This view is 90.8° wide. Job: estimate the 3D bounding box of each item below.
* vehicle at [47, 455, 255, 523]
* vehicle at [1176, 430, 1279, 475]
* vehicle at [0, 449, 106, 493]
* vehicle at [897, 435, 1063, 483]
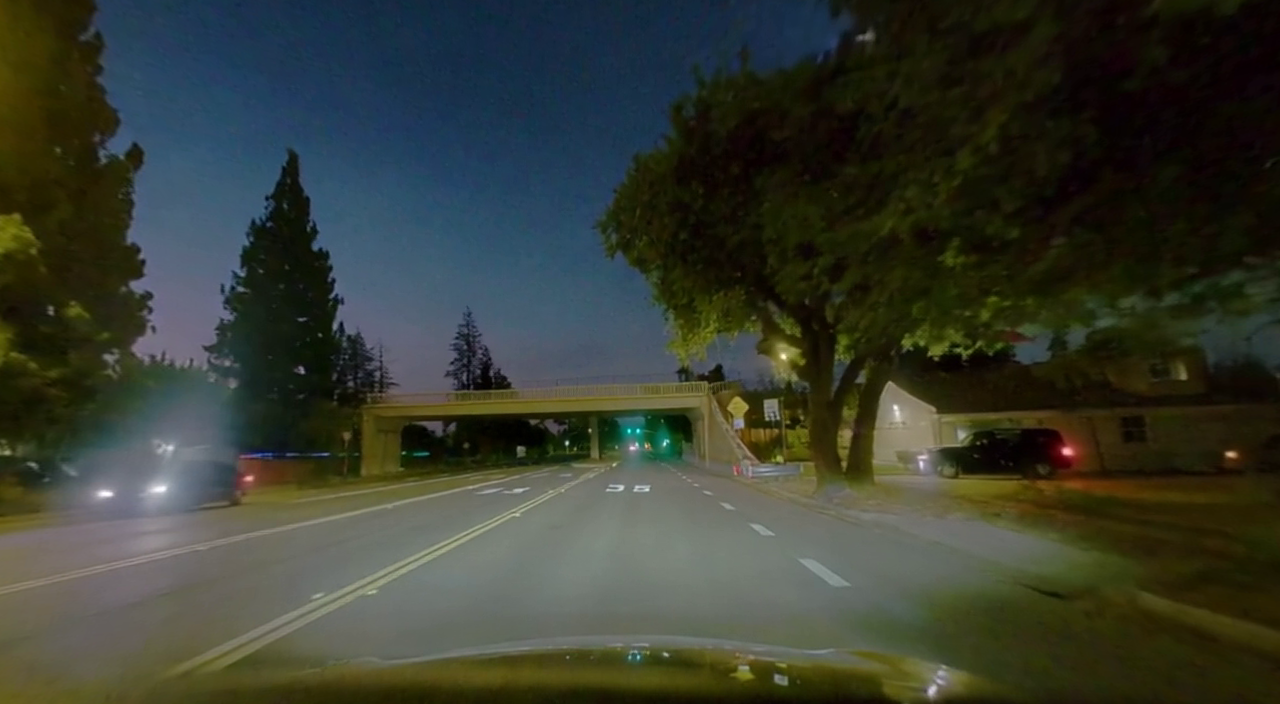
[{"bbox_3d":[-13.182,3.678,17.544,1.972,1.551,4.755,0,-9,0],"label":"vehicle"},{"bbox_3d":[22.893,3.587,22.761,1.866,1.483,4.910,1,-11,-30],"label":"vehicle"},{"bbox_3d":[-32.315,6.421,34.438,1.990,2.165,4.424,-2,-9,13],"label":"vehicle"},{"bbox_3d":[11.434,3.621,21.620,1.809,1.432,4.629,5,-10,-31],"label":"vehicle"}]
